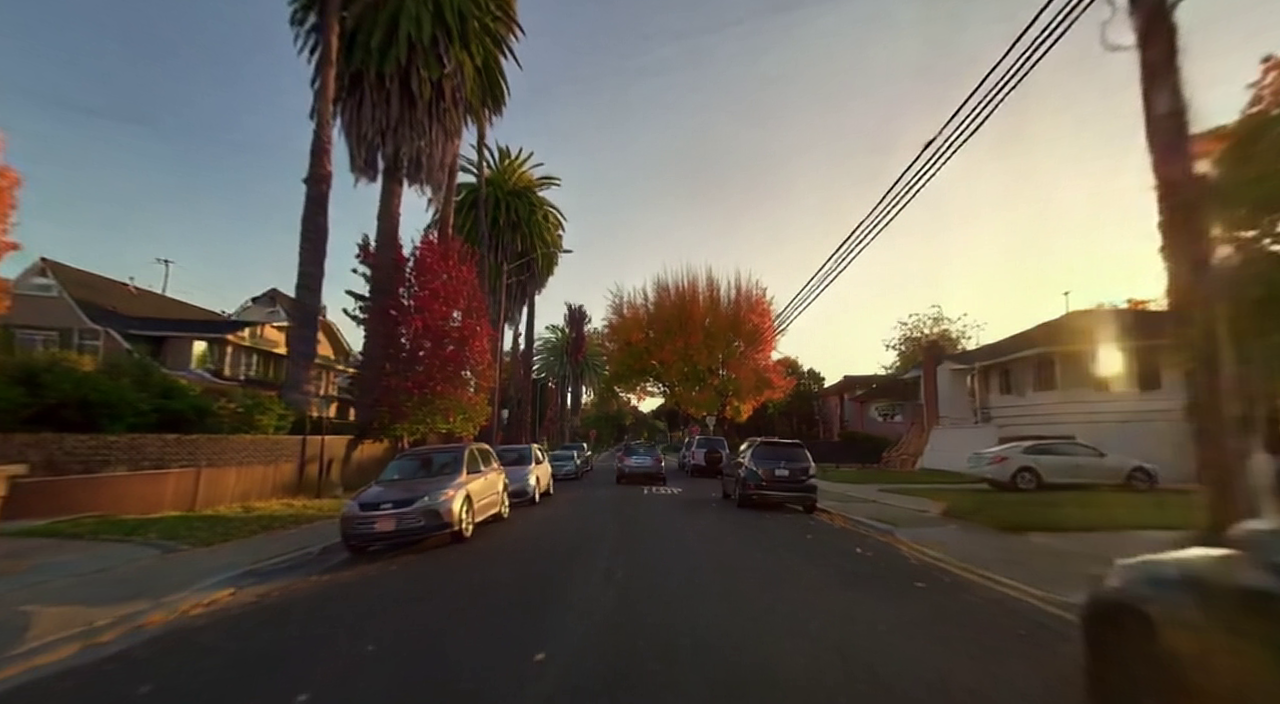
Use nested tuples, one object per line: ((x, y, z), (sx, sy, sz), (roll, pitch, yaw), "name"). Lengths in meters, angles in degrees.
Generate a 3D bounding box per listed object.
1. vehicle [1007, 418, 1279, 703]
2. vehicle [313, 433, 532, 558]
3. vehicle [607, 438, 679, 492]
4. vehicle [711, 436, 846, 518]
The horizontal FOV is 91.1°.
((2.856, 0.797, 0.863), (1.961, 1.481, 4.494), (0, -8, 0), "vehicle")
((-3.067, 2.098, 9.982), (1.877, 1.521, 4.348), (0, -8, 1), "vehicle")
((0.068, 3.501, 19.811), (2.010, 1.499, 4.107), (0, -8, 0), "vehicle")
((2.915, 2.730, 14.278), (1.967, 1.563, 4.237), (0, -8, -2), "vehicle")
